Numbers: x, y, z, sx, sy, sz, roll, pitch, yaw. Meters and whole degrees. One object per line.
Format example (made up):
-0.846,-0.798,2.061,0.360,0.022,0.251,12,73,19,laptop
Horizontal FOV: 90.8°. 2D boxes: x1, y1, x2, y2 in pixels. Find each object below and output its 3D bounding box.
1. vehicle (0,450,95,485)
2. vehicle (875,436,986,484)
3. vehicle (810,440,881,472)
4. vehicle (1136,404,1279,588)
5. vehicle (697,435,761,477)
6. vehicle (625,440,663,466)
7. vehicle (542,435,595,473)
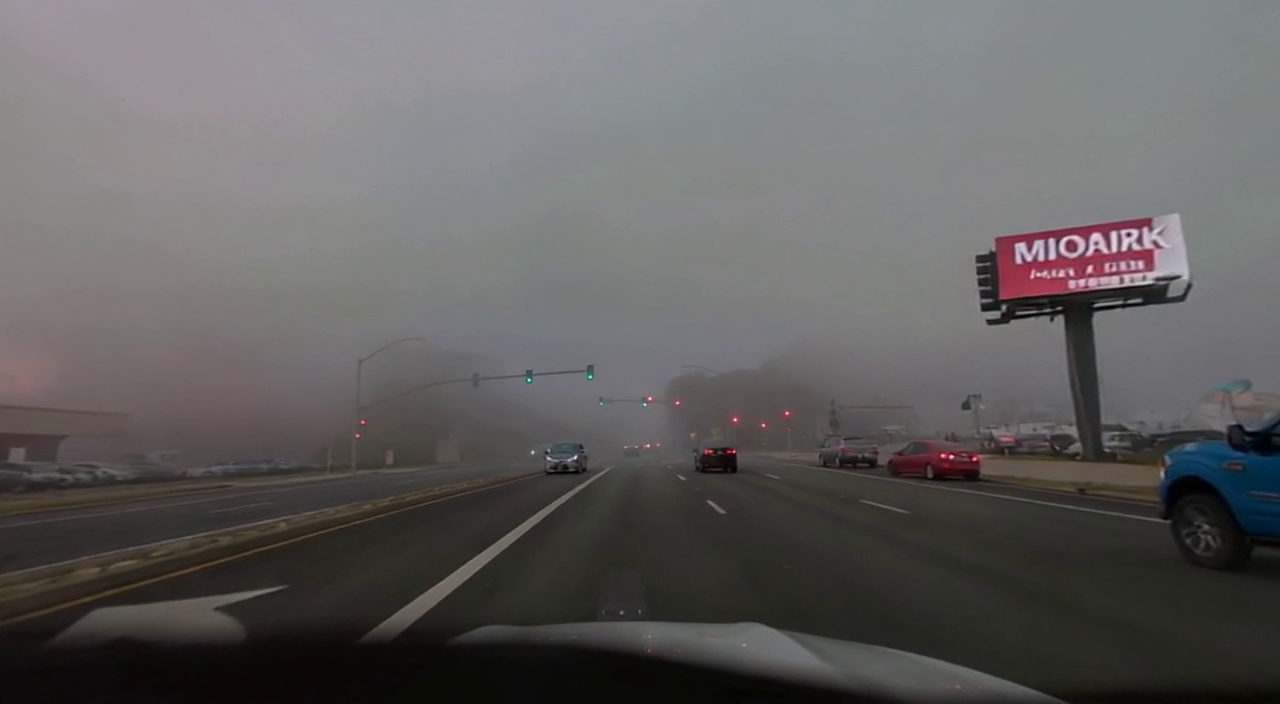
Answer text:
-35.675,6.735,37.054,5.329,1.893,2.122,8,-12,-42,vehicle
10.518,3.950,23.314,1.965,1.573,4.308,0,-9,-1,vehicle
10.485,5.341,32.655,1.957,1.500,4.816,0,-9,-1,vehicle
6.710,1.091,4.389,2.140,1.606,5.437,0,-9,0,vehicle
3.507,4.222,25.744,1.889,1.541,4.303,0,-9,-2,vehicle
0.227,6.274,39.384,2.258,1.468,4.076,0,-9,-1,vehicle
-3.440,5.043,31.364,2.117,1.751,4.478,0,-9,0,vehicle
